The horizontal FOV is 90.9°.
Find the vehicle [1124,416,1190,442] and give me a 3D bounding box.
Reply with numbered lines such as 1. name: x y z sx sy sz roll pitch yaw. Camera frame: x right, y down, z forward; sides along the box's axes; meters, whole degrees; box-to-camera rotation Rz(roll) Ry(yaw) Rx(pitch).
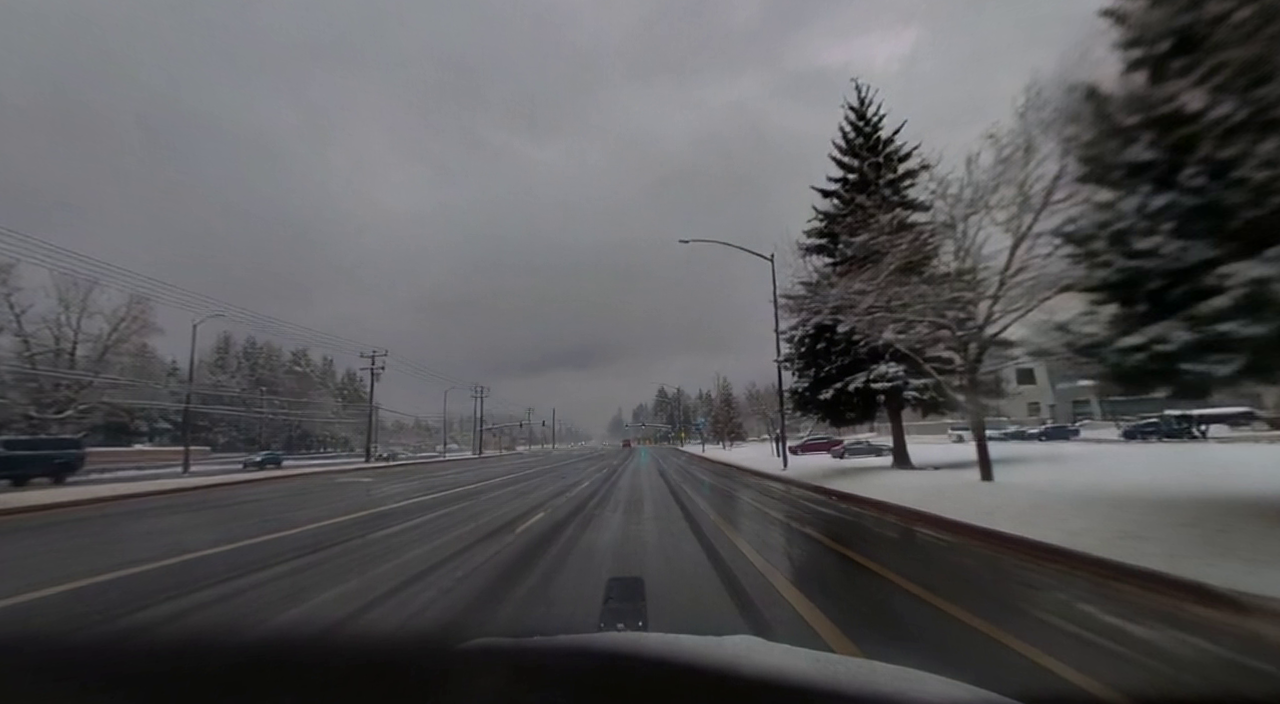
1. vehicle: 38.069 5.715 46.372 4.699 1.764 2.200 5 -10 -32

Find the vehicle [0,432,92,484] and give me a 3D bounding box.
1. vehicle: -32.262 5.366 32.180 2.514 2.485 6.584 0 -8 1

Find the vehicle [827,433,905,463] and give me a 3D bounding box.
1. vehicle: 14.839 6.320 41.549 4.388 1.446 1.808 -6 -7 1
